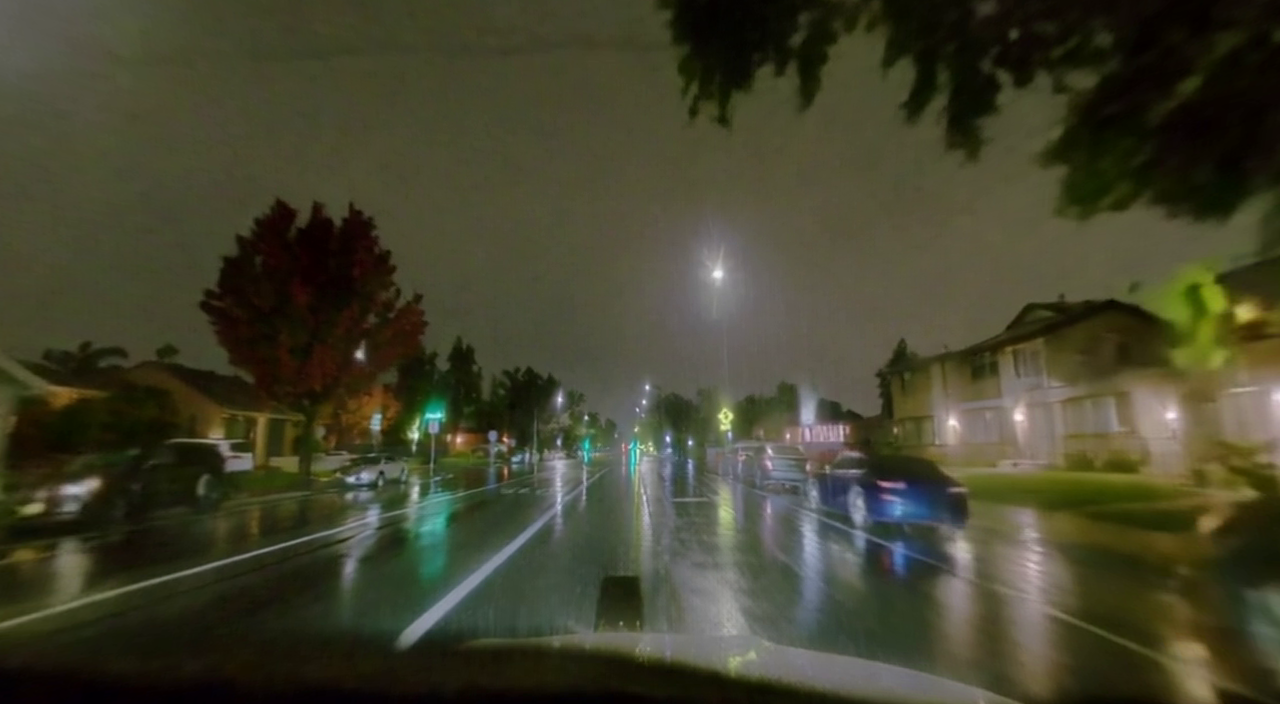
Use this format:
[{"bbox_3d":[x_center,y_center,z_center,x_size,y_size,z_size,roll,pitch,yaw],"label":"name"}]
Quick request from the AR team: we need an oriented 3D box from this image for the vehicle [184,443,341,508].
[{"bbox_3d":[-11.252,3.664,19.309,2.052,1.726,4.475,0,-8,-1],"label":"vehicle"}]

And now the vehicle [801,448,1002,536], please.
[{"bbox_3d":[4.751,2.584,12.342,2.007,1.352,4.345,1,-8,-1],"label":"vehicle"}]

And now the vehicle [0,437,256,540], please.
[{"bbox_3d":[-11.243,2.814,13.829,2.459,1.804,4.877,0,-8,2],"label":"vehicle"}]

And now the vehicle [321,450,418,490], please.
[{"bbox_3d":[-11.061,4.815,26.268,1.949,1.457,4.581,0,-8,1],"label":"vehicle"}]

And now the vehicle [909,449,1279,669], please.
[{"bbox_3d":[4.649,1.691,6.294,2.049,1.385,4.209,0,-8,-1],"label":"vehicle"}]

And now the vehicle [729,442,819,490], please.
[{"bbox_3d":[4.527,3.905,22.045,2.196,1.472,4.426,0,-8,0],"label":"vehicle"}]
